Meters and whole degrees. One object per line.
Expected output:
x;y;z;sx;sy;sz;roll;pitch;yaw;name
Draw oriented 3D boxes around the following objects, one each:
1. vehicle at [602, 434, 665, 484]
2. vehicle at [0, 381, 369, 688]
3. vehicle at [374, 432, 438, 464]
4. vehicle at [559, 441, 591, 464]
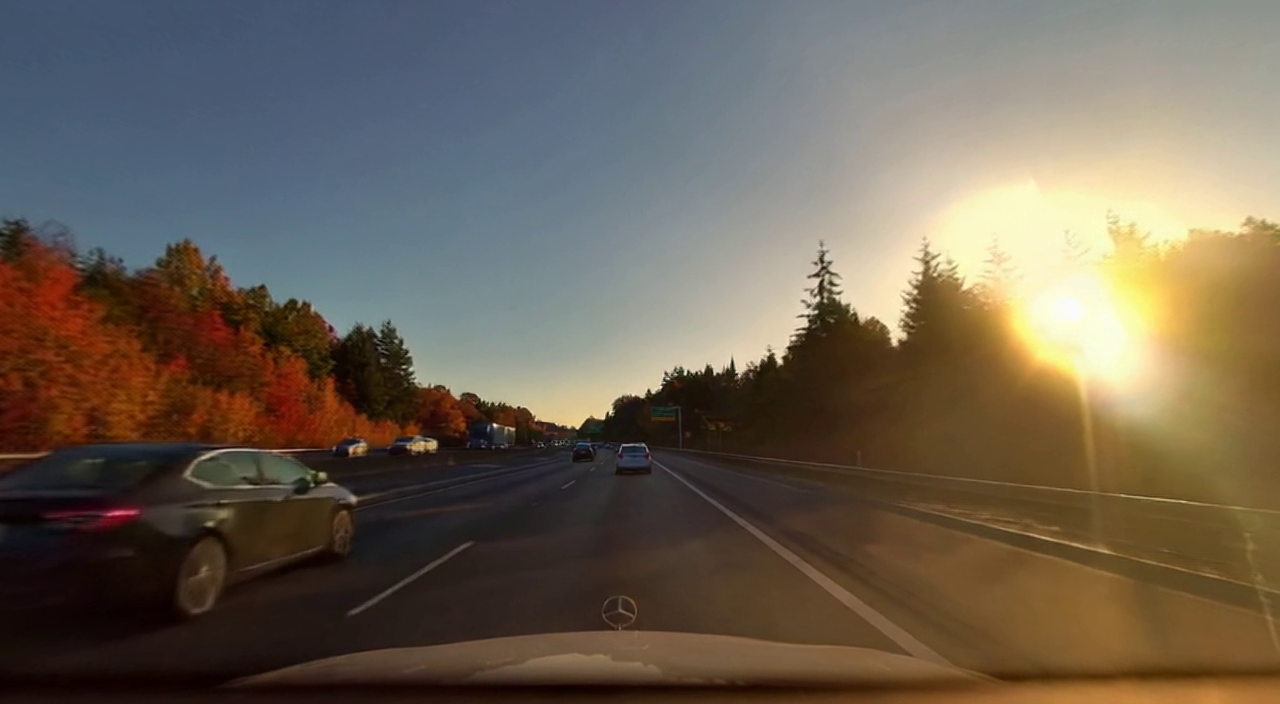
-0.235;3.940;23.287;2.115;1.661;4.049;0;-9;-1;vehicle
-4.359;1.304;5.418;1.931;1.603;4.739;-1;-9;0;vehicle
-13.201;5.480;35.658;2.070;1.677;4.321;0;-9;-1;vehicle
-4.927;7.682;47.947;1.974;1.688;4.727;0;-9;-1;vehicle
